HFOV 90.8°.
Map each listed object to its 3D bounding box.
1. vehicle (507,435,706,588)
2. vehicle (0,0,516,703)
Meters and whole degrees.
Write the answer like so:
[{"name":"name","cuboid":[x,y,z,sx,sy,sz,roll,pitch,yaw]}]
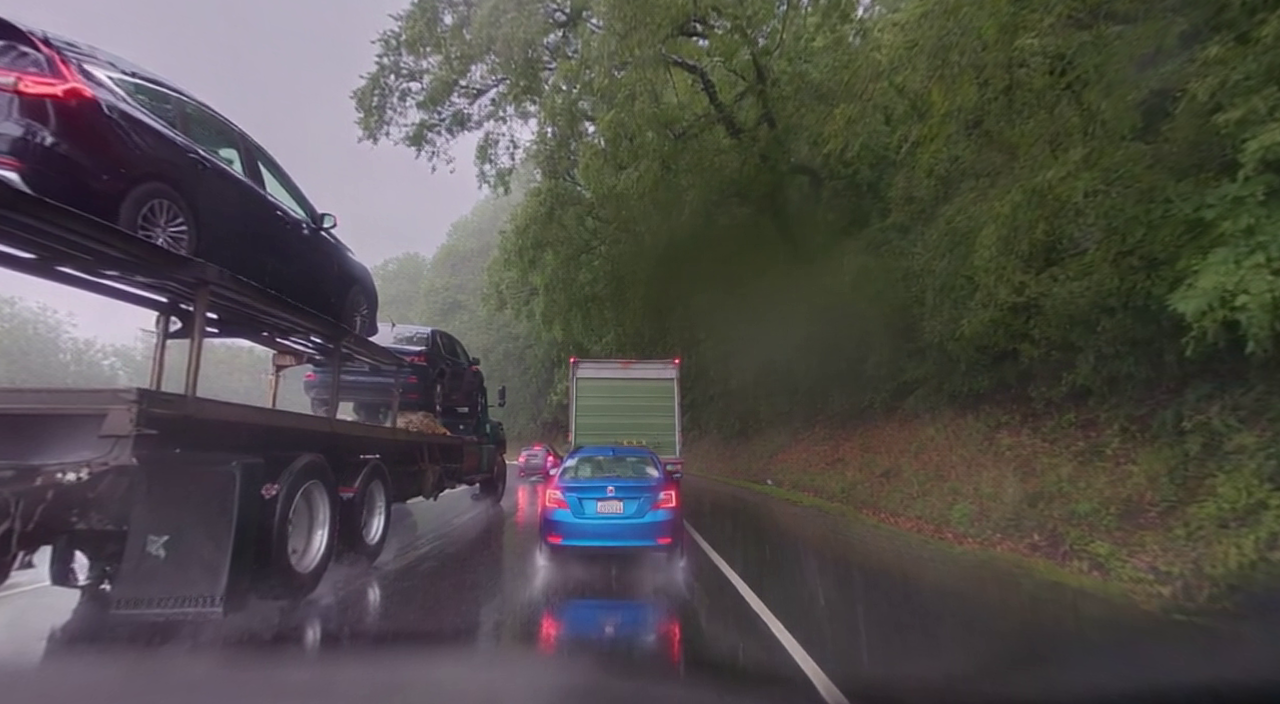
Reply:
[{"name":"vehicle","cuboid":[-0.352,1.868,8.101,1.991,1.507,3.391,0,-9,-1]},{"name":"vehicle","cuboid":[-4.591,0.702,8.871,2.836,4.059,14.286,0,-9,0]}]
